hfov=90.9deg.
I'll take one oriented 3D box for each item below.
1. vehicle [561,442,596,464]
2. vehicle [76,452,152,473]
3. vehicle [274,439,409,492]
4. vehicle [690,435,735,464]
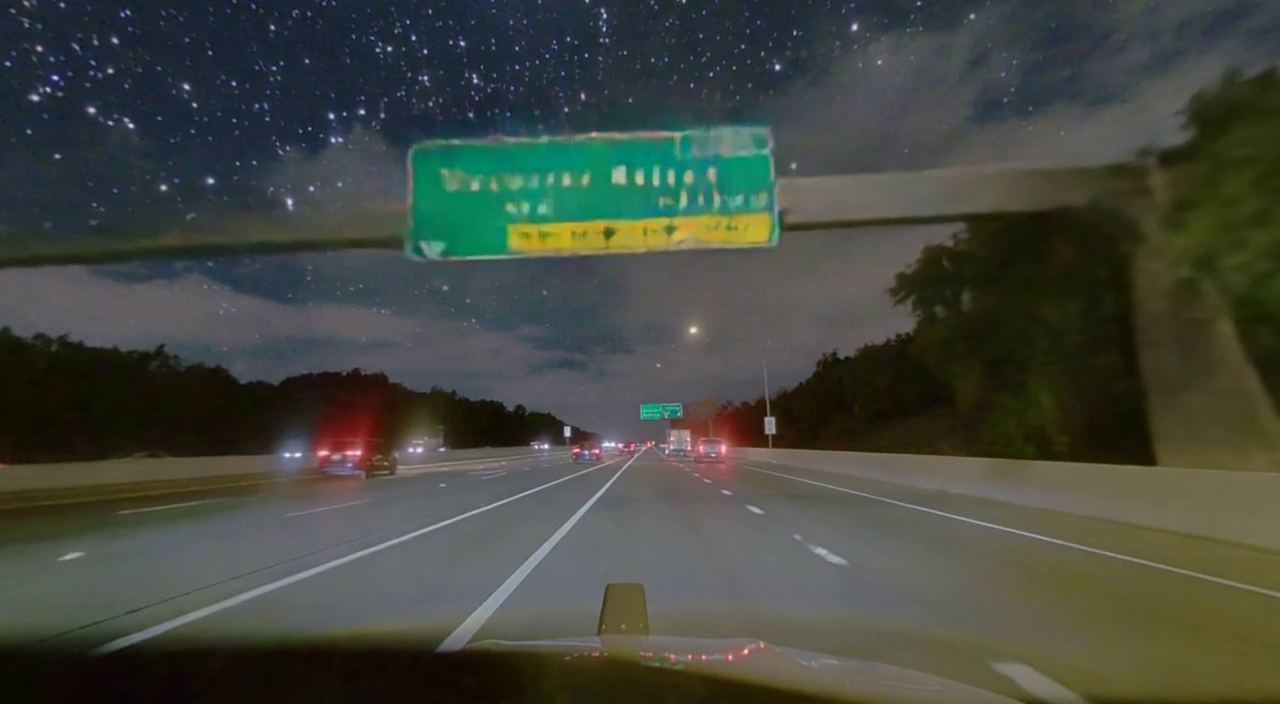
[{"bbox_3d":[-4.391,7.299,45.806,1.981,1.473,4.317,0,-8,2],"label":"vehicle"},{"bbox_3d":[-40.626,8.518,48.884,1.774,1.472,4.700,0,-8,1],"label":"vehicle"},{"bbox_3d":[-9.258,3.531,20.052,1.899,1.465,4.589,0,-8,2],"label":"vehicle"},{"bbox_3d":[5.100,6.985,45.341,2.355,1.930,6.633,0,-8,-1],"label":"vehicle"}]
